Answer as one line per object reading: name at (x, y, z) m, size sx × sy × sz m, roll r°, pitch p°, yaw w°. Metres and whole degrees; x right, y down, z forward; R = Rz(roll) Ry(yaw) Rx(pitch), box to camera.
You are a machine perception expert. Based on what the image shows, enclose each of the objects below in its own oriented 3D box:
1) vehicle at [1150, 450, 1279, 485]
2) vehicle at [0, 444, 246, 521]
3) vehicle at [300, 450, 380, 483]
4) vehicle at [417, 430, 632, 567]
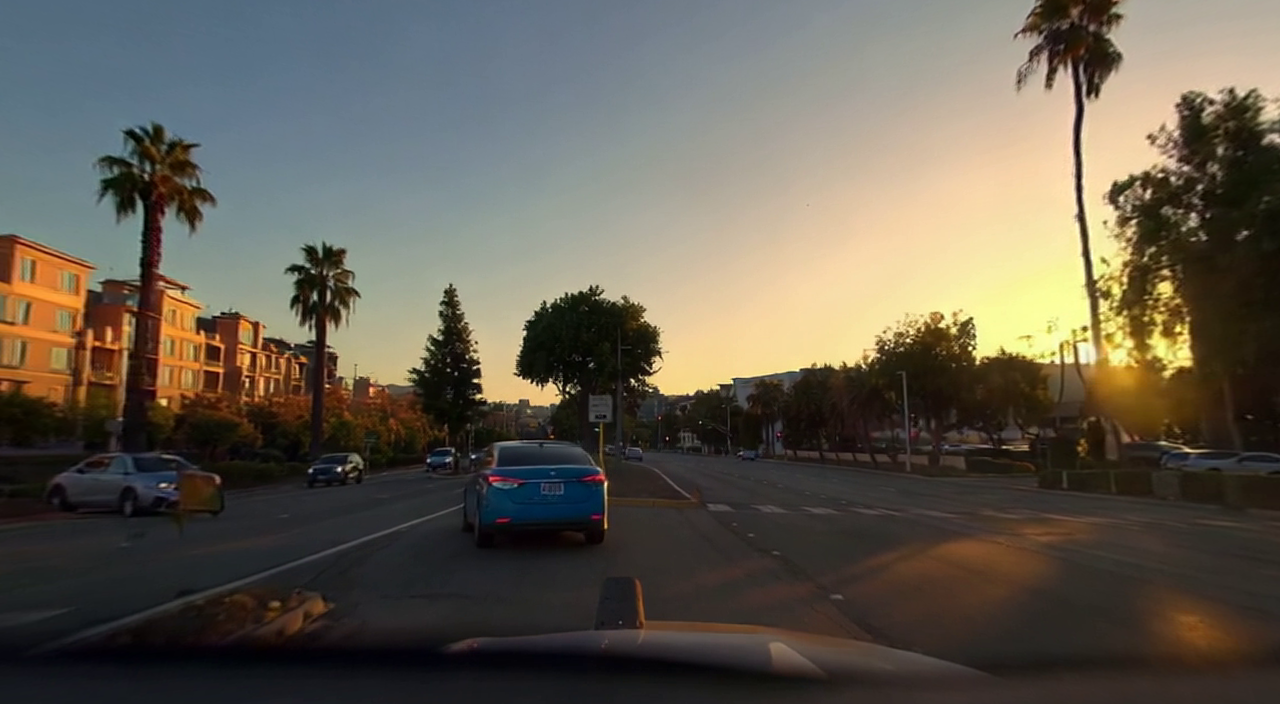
vehicle at (25.863, 5.118, 28.109) m, size 4.446 × 1.464 × 1.954 m, roll -1°, pitch -9°, yaw 4°
vehicle at (-11.821, 2.905, 14.476) m, size 4.457 × 1.552 × 2.095 m, roll -2°, pitch -9°, yaw 14°
vehicle at (-14.875, 5.671, 31.623) m, size 2.099 × 1.464 × 4.615 m, roll 1°, pitch -9°, yaw -5°
vehicle at (-1.947, 1.959, 9.326) m, size 1.986 × 1.473 × 4.382 m, roll 4°, pitch -9°, yaw -25°
